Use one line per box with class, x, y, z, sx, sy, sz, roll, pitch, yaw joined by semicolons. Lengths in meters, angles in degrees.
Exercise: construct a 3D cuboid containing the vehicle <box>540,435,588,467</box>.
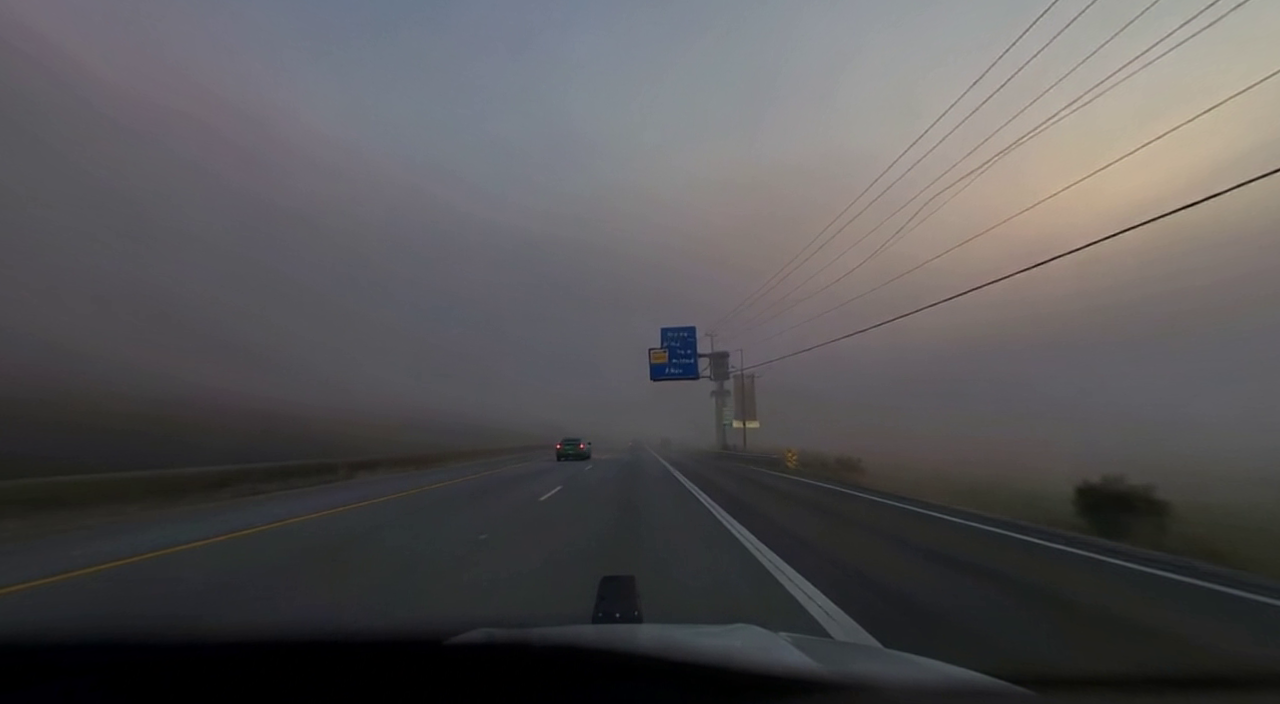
vehicle;-3.969;5.270;33.694;2.016;1.543;4.870;0;-8;0
